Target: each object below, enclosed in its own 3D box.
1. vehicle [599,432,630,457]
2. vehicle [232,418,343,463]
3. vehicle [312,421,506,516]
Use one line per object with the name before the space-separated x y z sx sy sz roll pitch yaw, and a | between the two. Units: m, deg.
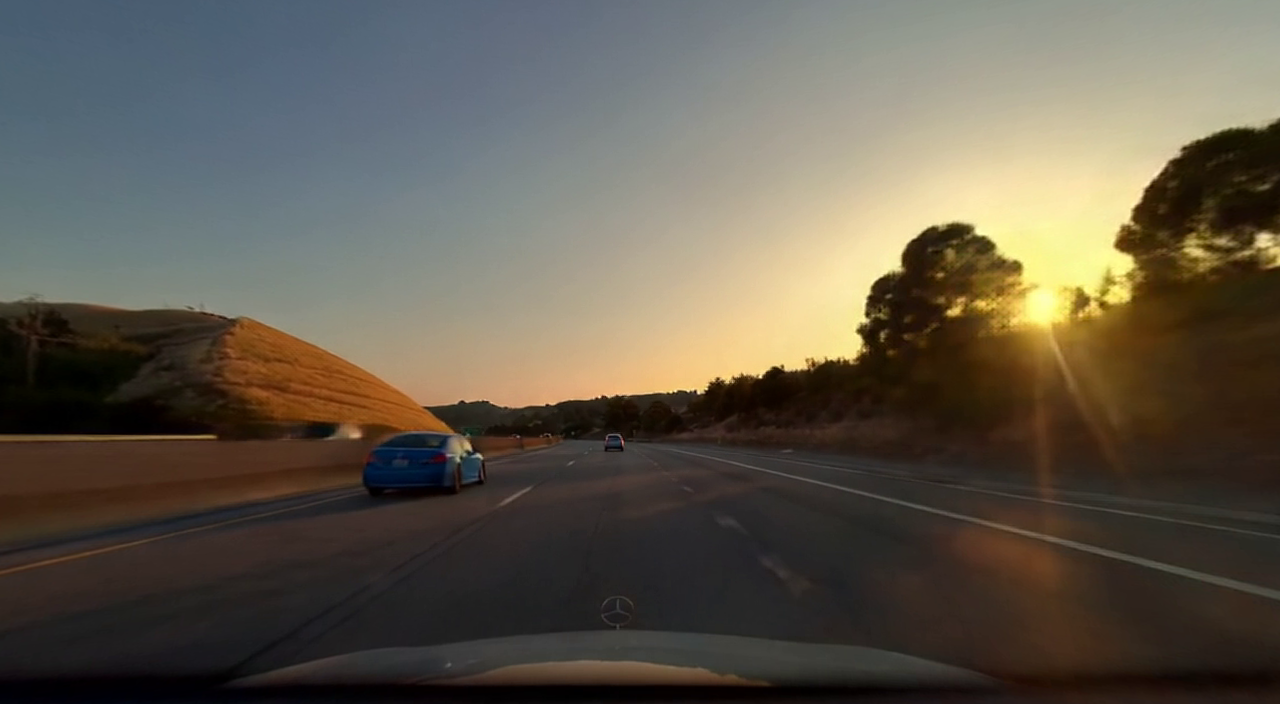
vehicle | -1.710 6.148 42.124 1.997 1.589 4.179 0 -8 -3
vehicle | -12.894 3.272 23.396 1.829 1.475 4.093 0 -8 -1
vehicle | -4.360 2.268 12.981 2.141 1.534 5.099 0 -8 -1
